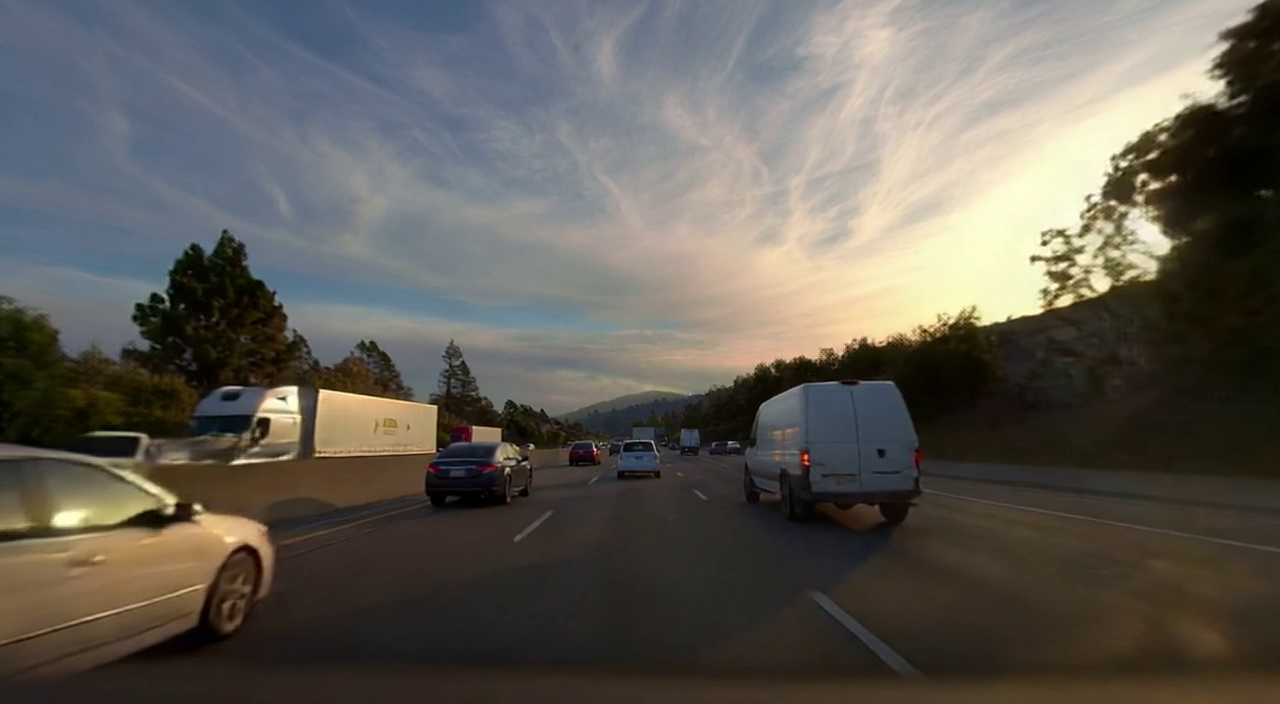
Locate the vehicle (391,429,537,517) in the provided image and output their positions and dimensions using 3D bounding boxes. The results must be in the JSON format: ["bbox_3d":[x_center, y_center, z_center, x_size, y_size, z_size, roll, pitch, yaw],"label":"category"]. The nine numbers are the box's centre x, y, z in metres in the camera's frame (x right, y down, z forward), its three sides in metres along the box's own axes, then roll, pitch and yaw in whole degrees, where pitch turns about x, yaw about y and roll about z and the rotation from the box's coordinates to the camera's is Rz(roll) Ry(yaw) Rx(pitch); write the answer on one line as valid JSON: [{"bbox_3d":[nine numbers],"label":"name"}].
[{"bbox_3d":[-3.591,2.557,13.751,1.956,1.602,4.258,0,-9,0],"label":"vehicle"}]

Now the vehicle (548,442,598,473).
[{"bbox_3d":[-3.395,5.442,32.660,2.062,1.459,4.365,0,-9,0],"label":"vehicle"}]

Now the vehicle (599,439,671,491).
[{"bbox_3d":[-0.158,3.495,19.852,2.053,1.461,3.941,0,-9,-1],"label":"vehicle"}]

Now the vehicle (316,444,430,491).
[{"bbox_3d":[-9.078,3.939,21.923,1.937,1.450,4.569,0,-9,1],"label":"vehicle"}]

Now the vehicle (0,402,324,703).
[{"bbox_3d":[-3.562,0.959,2.617,2.098,1.463,4.578,0,-9,0],"label":"vehicle"}]

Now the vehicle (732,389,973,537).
[{"bbox_3d":[3.415,1.987,11.743,2.460,2.086,5.576,0,-9,-1],"label":"vehicle"}]
